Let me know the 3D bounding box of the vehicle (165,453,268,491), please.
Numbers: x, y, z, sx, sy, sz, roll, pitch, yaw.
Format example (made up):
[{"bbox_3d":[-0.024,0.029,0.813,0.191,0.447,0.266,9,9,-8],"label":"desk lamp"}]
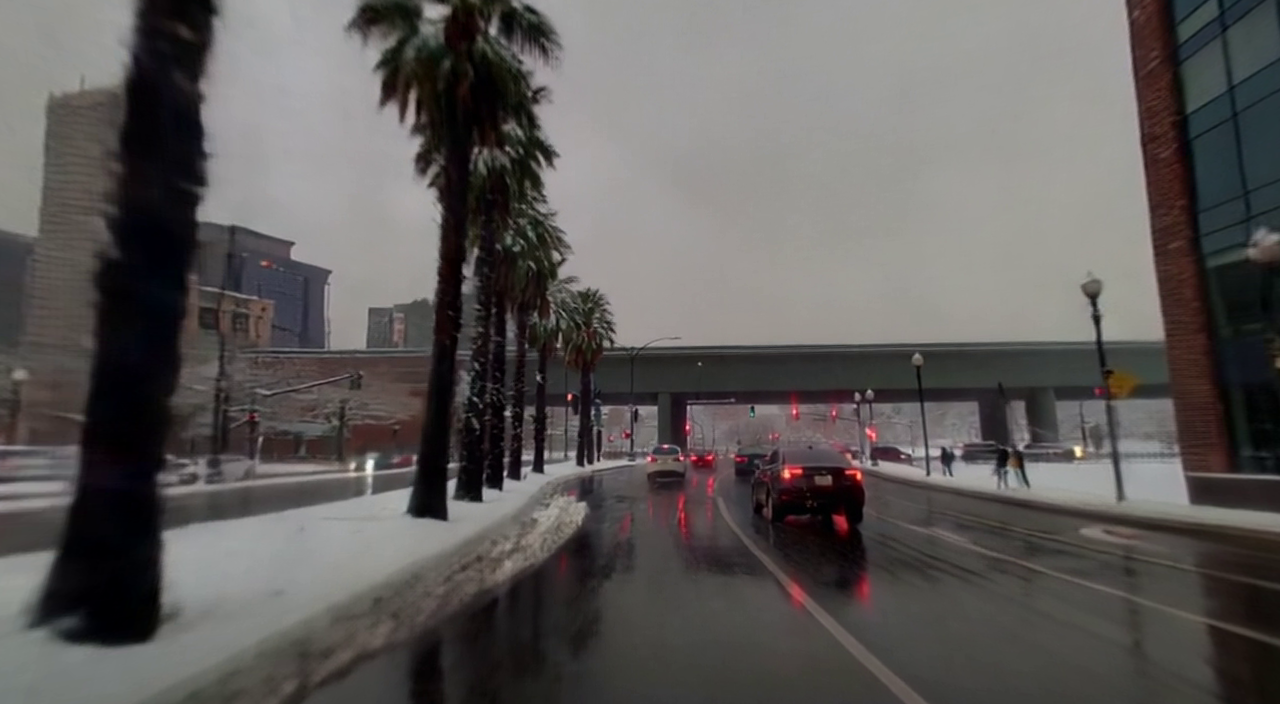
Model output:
[{"bbox_3d":[-19.647,5.559,29.450,1.850,1.590,4.201,0,-9,0],"label":"vehicle"}]

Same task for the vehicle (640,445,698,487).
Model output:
[{"bbox_3d":[1.249,4.548,25.386,2.077,1.518,3.760,-1,-9,7],"label":"vehicle"}]

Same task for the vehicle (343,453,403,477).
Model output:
[{"bbox_3d":[-17.371,7.359,41.207,1.912,1.482,4.495,0,-9,1],"label":"vehicle"}]

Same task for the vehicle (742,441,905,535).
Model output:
[{"bbox_3d":[3.391,2.595,12.797,2.051,1.509,4.933,0,-9,3],"label":"vehicle"}]
